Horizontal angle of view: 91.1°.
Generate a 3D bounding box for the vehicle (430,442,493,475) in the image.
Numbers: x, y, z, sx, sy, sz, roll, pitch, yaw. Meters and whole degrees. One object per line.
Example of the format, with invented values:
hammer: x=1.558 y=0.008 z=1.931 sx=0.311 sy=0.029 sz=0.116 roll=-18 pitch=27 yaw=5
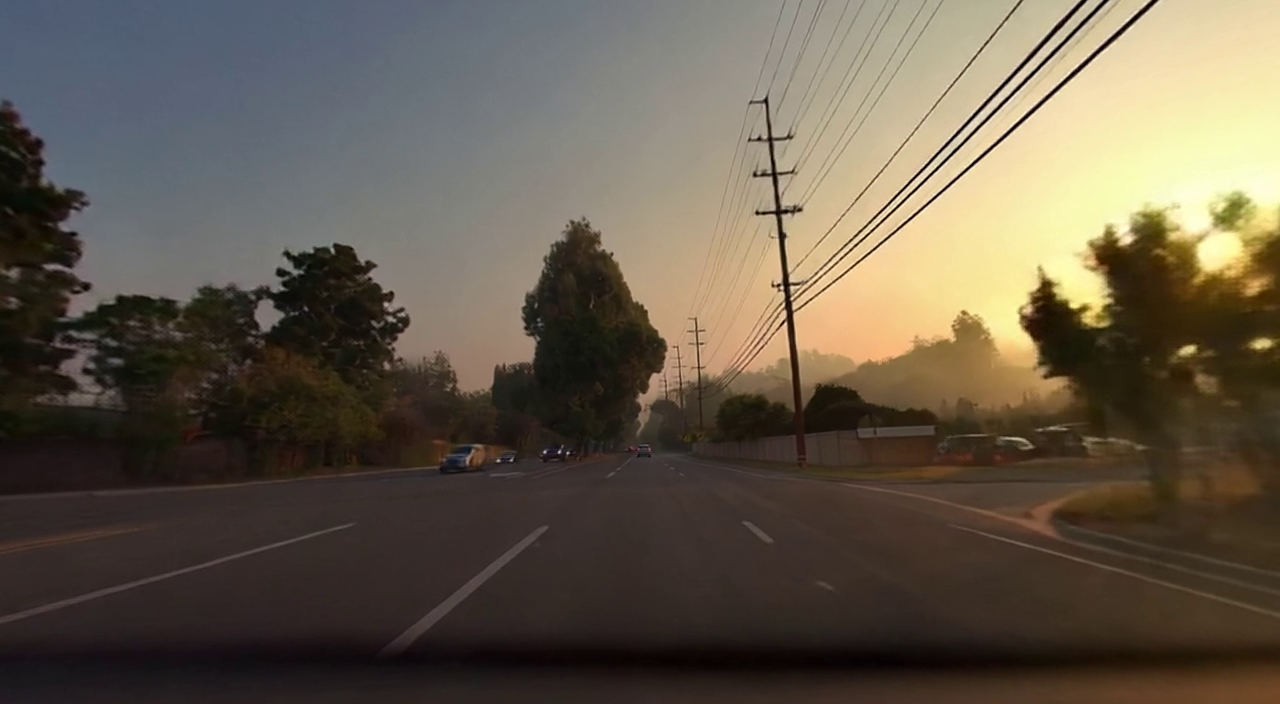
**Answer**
vehicle: x=-9.814 y=5.898 z=34.942 sx=2.111 sy=1.718 sz=4.465 roll=0 pitch=-9 yaw=1
